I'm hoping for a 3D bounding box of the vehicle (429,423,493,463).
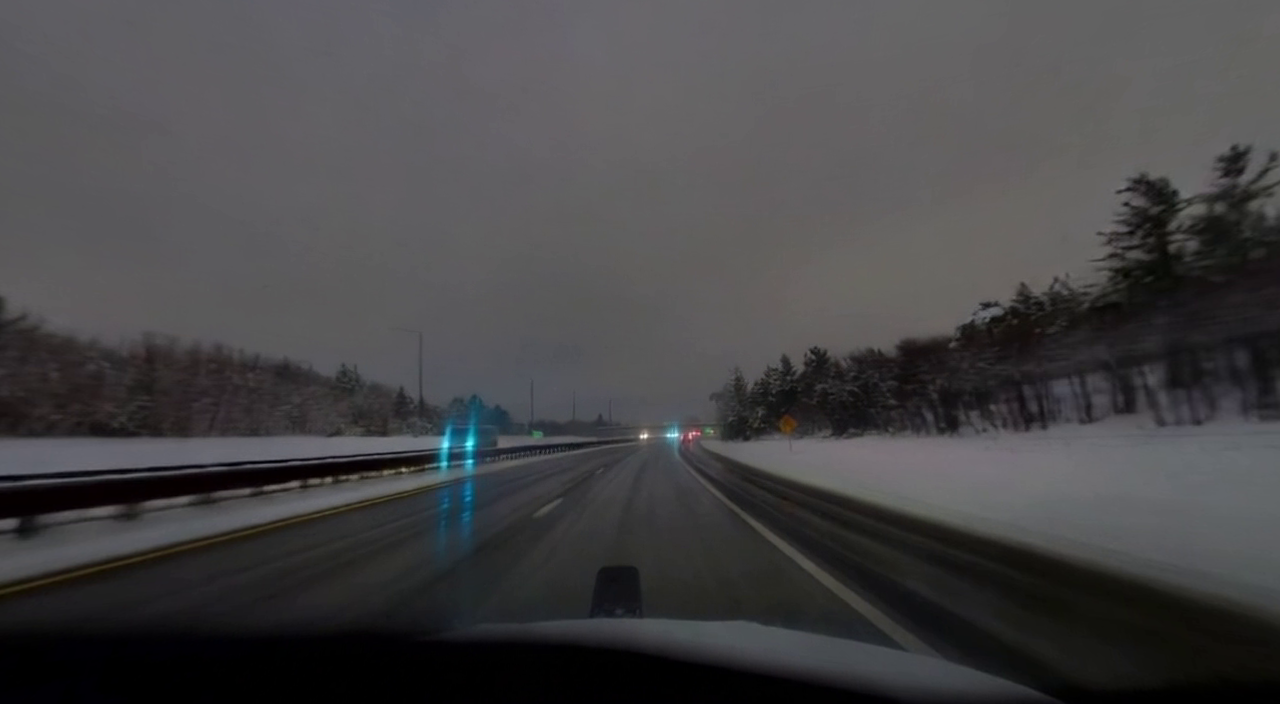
[{"bbox_3d":[-11.050,5.699,39.407,2.158,2.300,5.691,-1,-8,2],"label":"vehicle"}]
